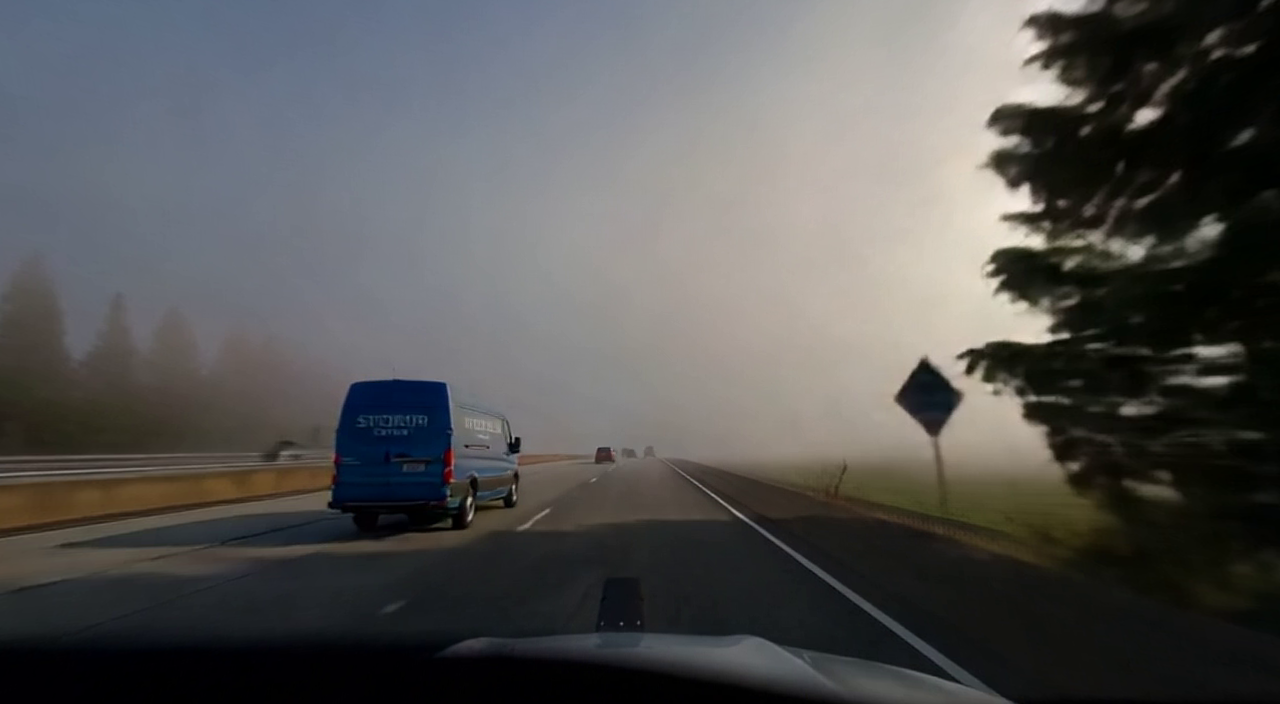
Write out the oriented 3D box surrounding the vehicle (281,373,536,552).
[{"bbox_3d":[-3.510,1.855,11.076,2.360,2.367,5.223,0,-9,1],"label":"vehicle"}]
